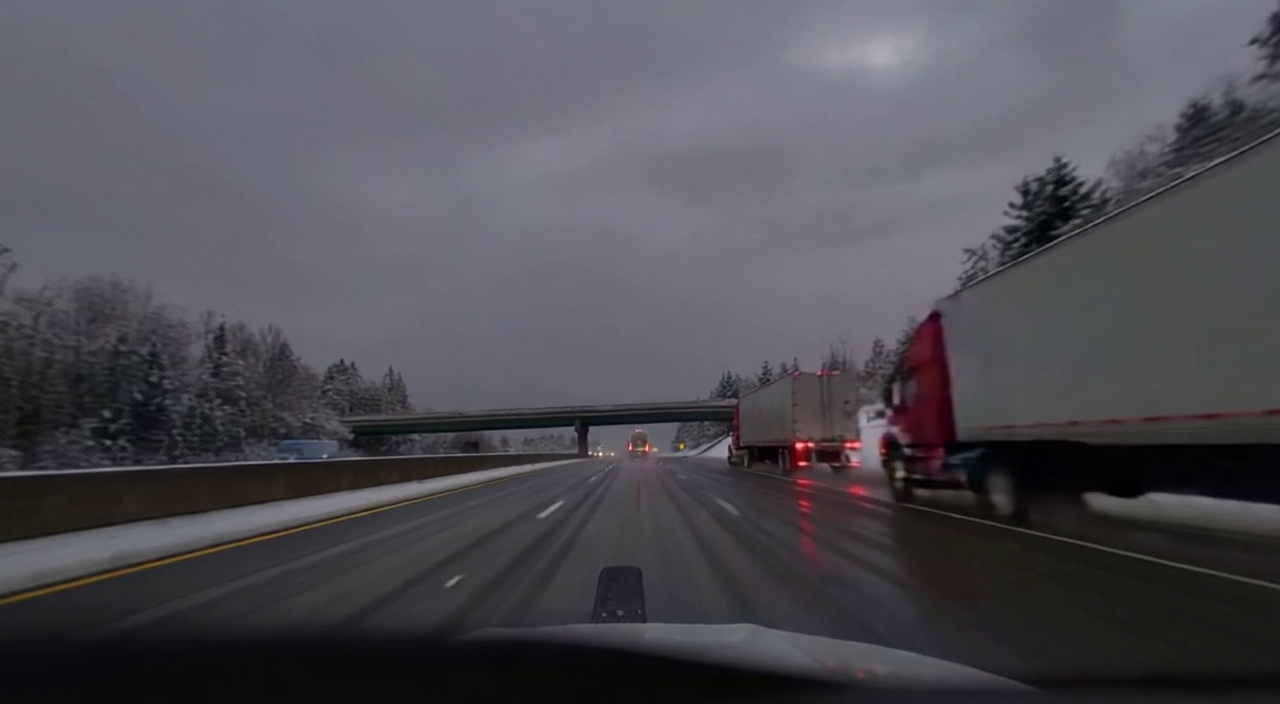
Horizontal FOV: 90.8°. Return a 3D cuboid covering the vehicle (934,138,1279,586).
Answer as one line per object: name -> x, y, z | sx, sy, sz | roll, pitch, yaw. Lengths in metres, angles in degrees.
vehicle -> 7.341, 0.000, 5.230 | 2.906, 4.070, 14.134 | 0, -9, 0

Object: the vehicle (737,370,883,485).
vehicle -> 7.220, 3.841, 30.111 | 2.937, 4.105, 14.800 | 0, -9, 0
